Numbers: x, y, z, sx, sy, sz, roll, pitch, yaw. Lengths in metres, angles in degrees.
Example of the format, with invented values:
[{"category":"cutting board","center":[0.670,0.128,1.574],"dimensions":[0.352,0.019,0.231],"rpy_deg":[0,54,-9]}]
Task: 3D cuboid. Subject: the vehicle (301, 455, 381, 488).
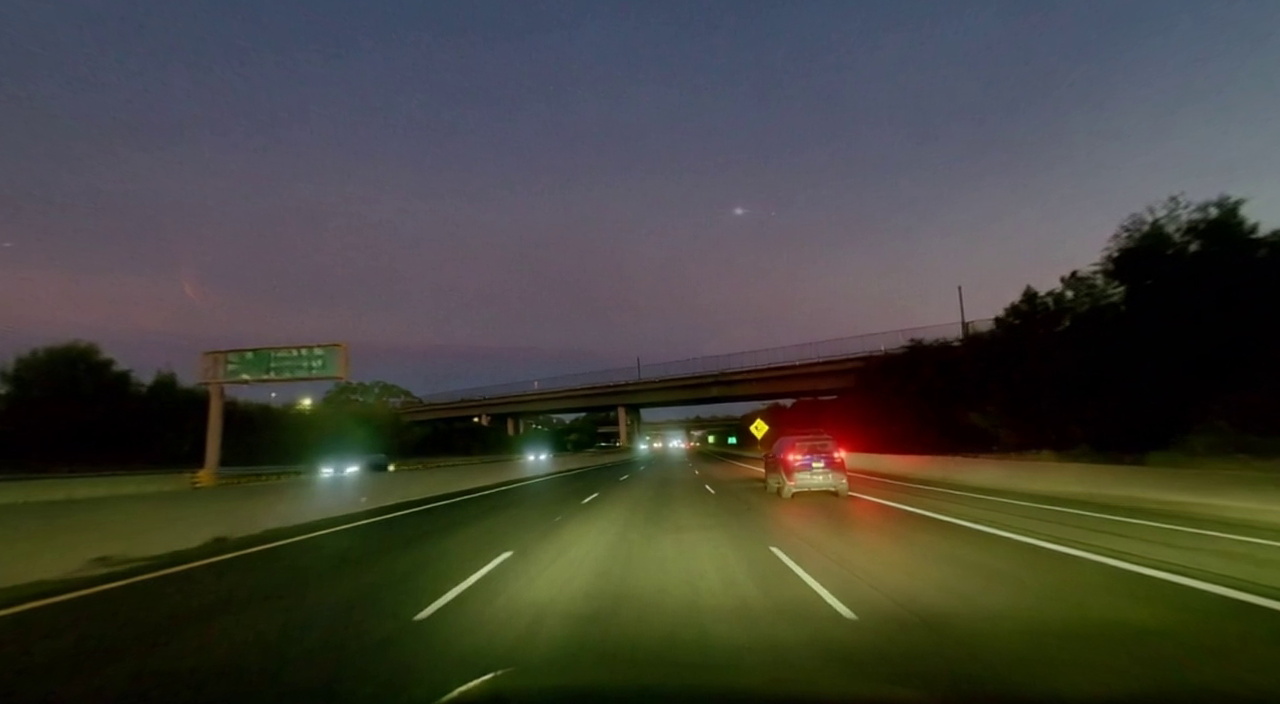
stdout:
[{"category":"vehicle","center":[-15.594,6.252,33.204],"dimensions":[1.798,1.496,4.559],"rpy_deg":[-1,-8,3]}]
